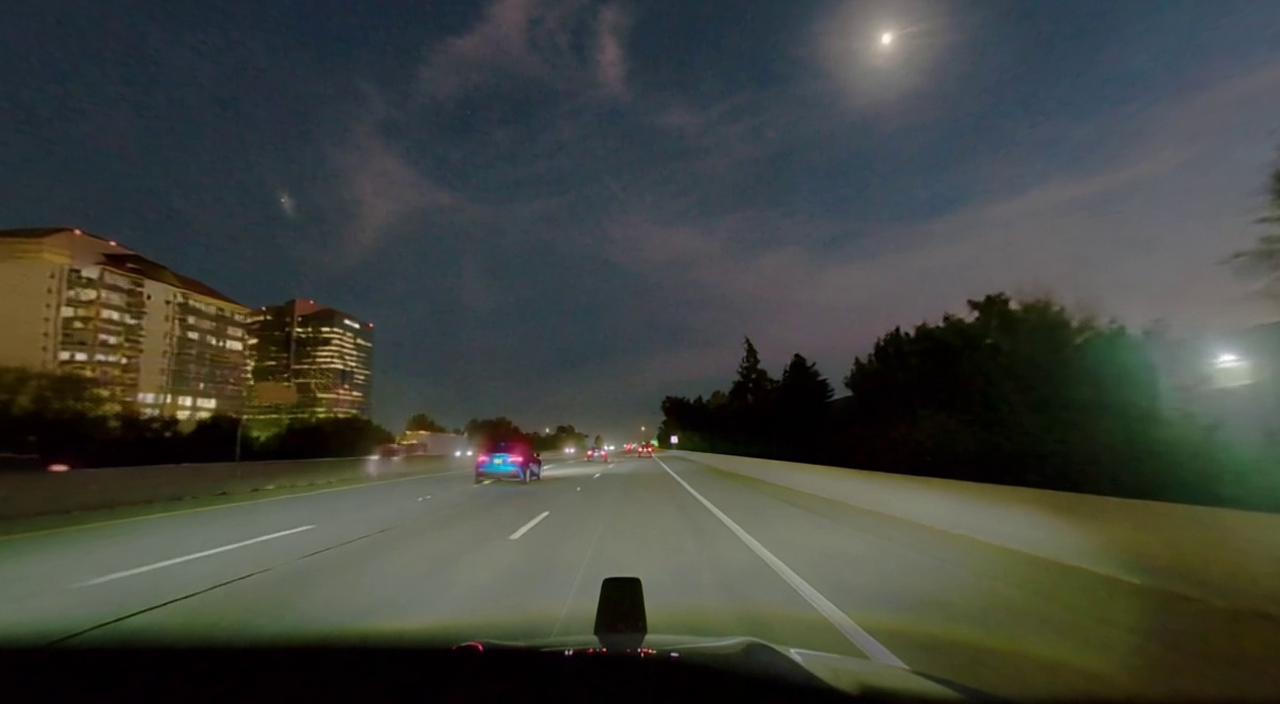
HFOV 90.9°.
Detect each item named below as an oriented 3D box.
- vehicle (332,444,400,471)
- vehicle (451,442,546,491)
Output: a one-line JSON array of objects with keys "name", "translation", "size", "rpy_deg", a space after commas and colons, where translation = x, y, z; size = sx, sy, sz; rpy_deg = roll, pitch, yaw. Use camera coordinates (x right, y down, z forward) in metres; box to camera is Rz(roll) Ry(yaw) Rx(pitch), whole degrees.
[{"name": "vehicle", "translation": [-17.066, 6.572, 39.556], "size": [2.067, 1.558, 4.631], "rpy_deg": [0, -8, 1]}, {"name": "vehicle", "translation": [-4.589, 3.764, 21.148], "size": [2.083, 1.471, 4.350], "rpy_deg": [0, -8, 1]}]
